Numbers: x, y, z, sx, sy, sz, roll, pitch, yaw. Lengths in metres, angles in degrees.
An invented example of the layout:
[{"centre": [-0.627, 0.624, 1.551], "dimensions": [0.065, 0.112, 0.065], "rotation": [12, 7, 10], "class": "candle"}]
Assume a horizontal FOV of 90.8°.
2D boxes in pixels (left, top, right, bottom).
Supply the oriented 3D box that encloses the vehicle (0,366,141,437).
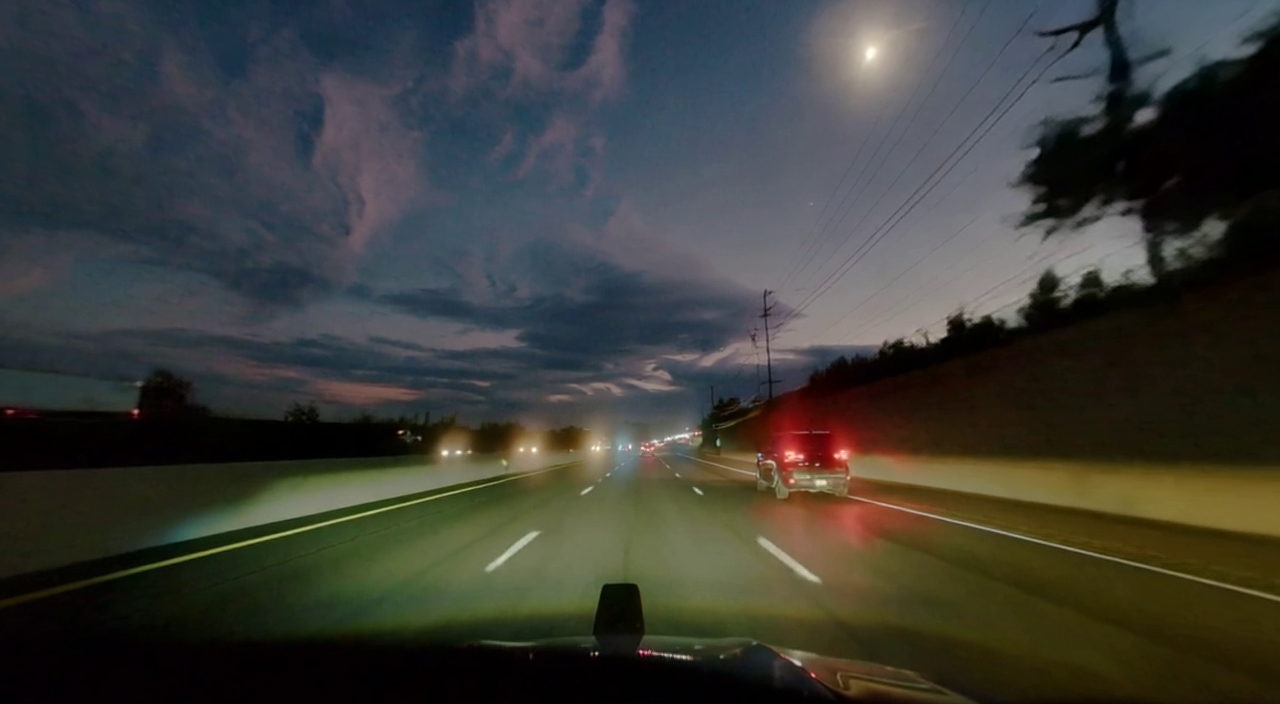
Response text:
[{"centre": [-38.615, 3.211, 39.506], "dimensions": [2.782, 3.917, 14.022], "rotation": [0, -9, 2], "class": "vehicle"}]
